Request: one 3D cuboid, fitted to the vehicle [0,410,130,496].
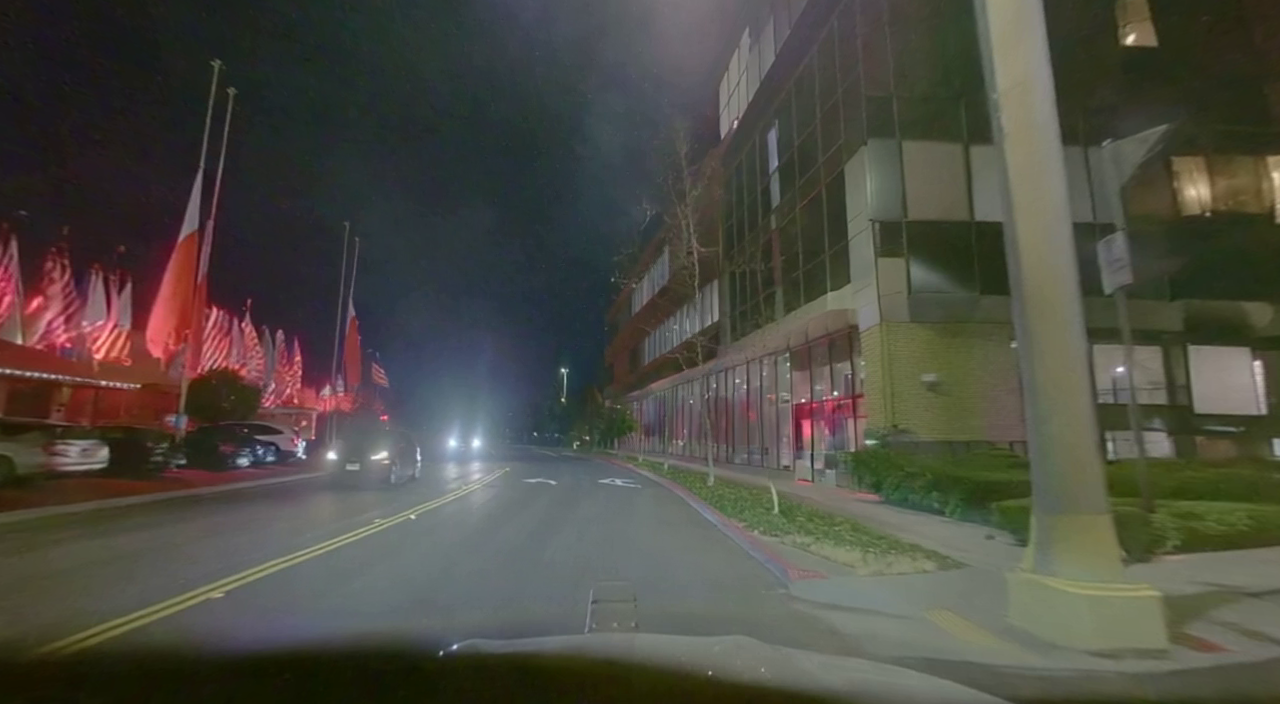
[{"bbox_3d":[-14.264,2.210,13.923,4.110,1.758,1.853,1,-8,-10],"label":"vehicle"}]

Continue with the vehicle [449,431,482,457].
[{"bbox_3d":[-13.260,7.032,48.114,2.026,1.882,4.277,1,-8,-11],"label":"vehicle"}]

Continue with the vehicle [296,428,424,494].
[{"bbox_3d":[-7.602,2.969,17.619,1.963,1.589,4.212,1,-8,-5],"label":"vehicle"}]
